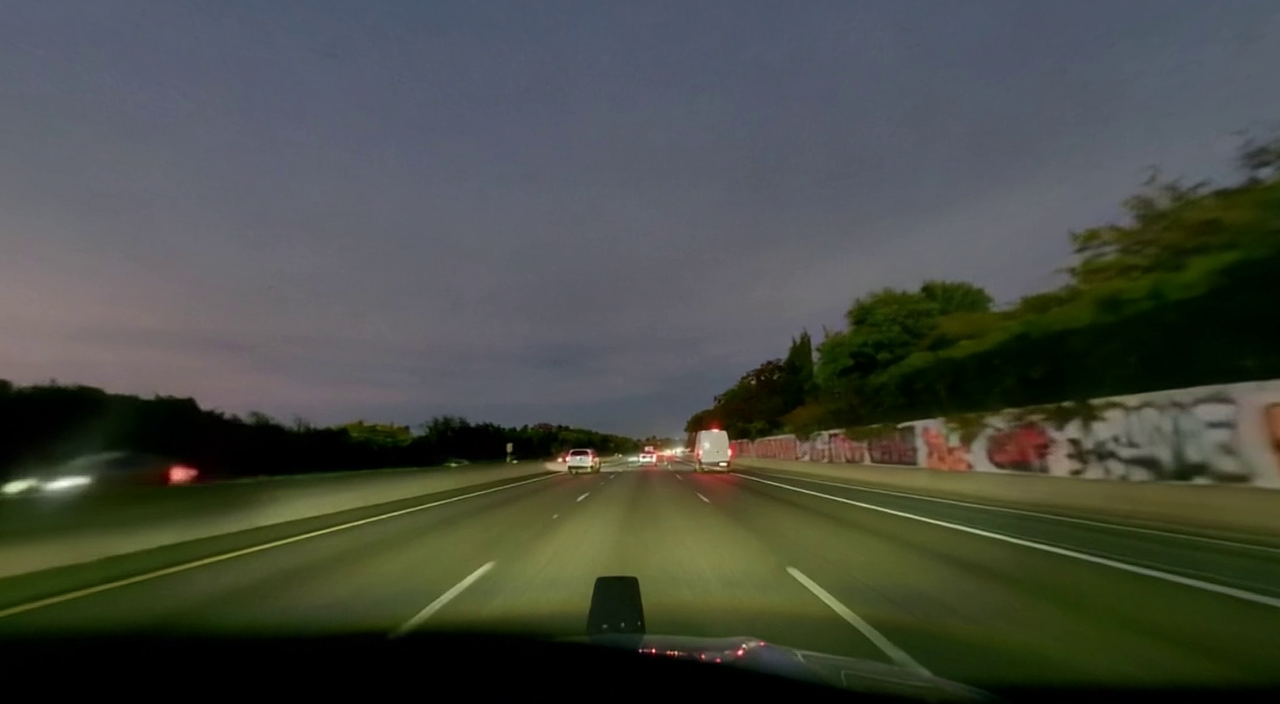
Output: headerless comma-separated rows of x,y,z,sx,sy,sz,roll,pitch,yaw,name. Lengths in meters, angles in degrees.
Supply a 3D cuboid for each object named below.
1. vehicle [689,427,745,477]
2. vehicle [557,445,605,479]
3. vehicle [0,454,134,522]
4.286,5.725,36.148,2.469,2.591,5.653,0,-9,0,vehicle
-2.907,5.578,32.159,1.964,1.618,4.489,0,-9,0,vehicle
-15.866,3.470,16.532,1.830,1.557,3.942,0,-9,1,vehicle
